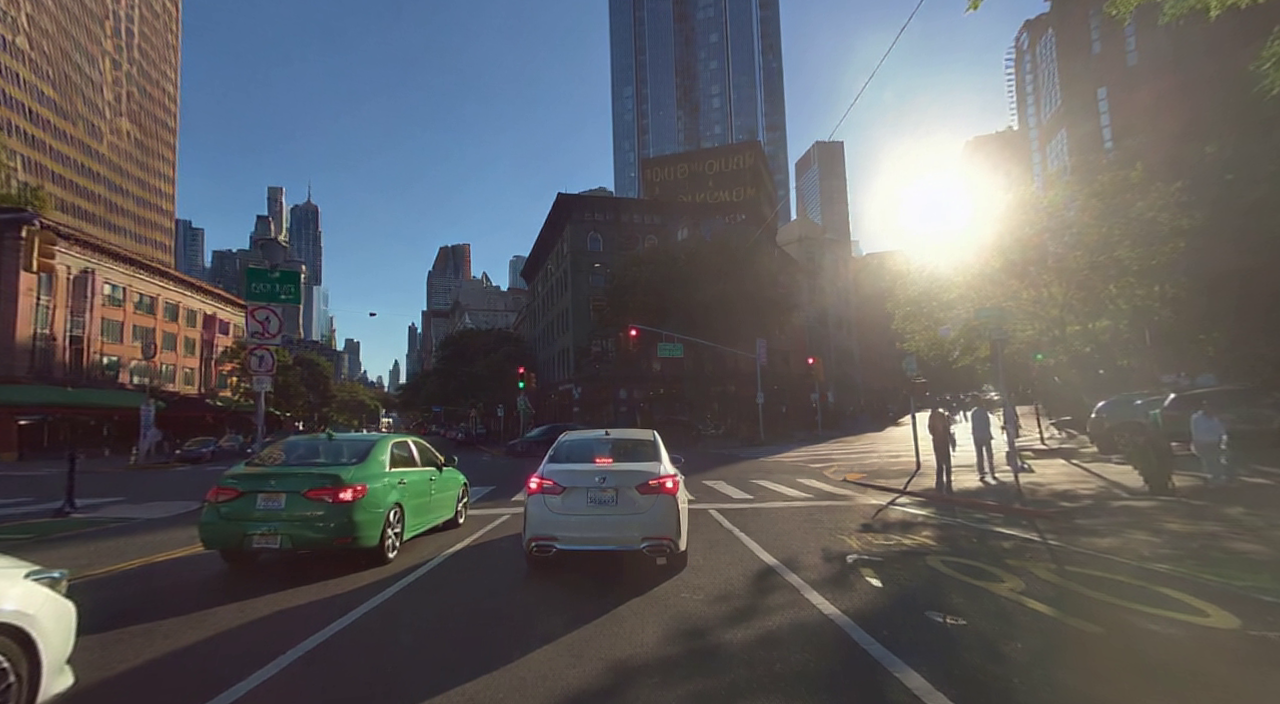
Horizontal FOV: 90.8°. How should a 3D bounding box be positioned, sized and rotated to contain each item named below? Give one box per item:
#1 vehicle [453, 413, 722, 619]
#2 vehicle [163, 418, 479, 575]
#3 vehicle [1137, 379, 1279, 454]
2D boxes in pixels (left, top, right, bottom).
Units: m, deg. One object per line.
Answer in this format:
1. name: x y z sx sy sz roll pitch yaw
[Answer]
1. vehicle: -0.411 1.518 6.737 1.999 1.520 3.896 0 -8 -1
2. vehicle: -3.694 1.742 8.415 1.934 1.522 4.287 0 -9 0
3. vehicle: 21.627 2.388 22.769 5.863 2.493 2.354 1 -9 -11
